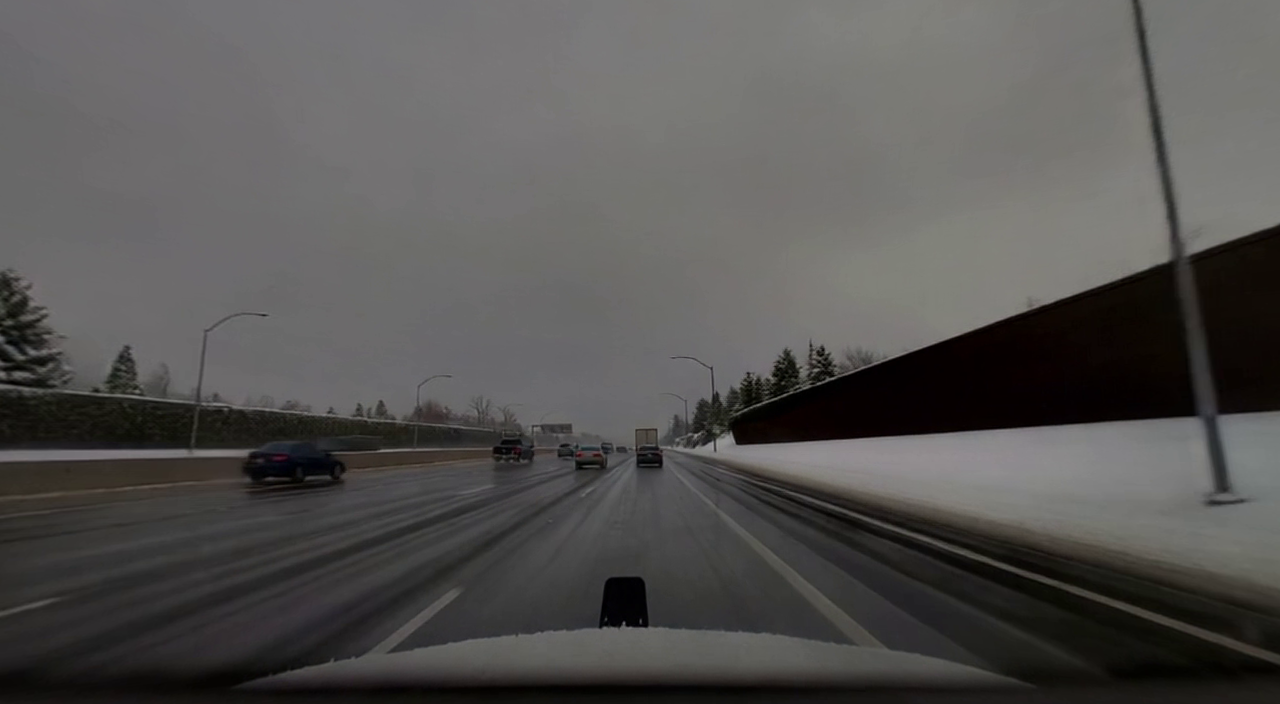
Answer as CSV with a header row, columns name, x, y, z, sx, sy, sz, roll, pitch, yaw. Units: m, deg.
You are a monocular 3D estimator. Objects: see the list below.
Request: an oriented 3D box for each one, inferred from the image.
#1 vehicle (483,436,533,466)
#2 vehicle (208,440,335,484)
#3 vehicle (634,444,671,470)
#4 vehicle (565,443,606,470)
name,x,y,z,sx,sy,sz,roll,pitch,yaw
vehicle,-9.674,7.306,46.808,2.339,2.018,5.790,-1,-8,1
vehicle,-13.677,4.078,23.821,1.952,1.469,4.639,0,-8,1
vehicle,0.739,6.381,38.571,2.073,1.480,4.343,0,-8,0
vehicle,-3.185,6.239,37.795,2.056,1.480,4.022,0,-8,1
